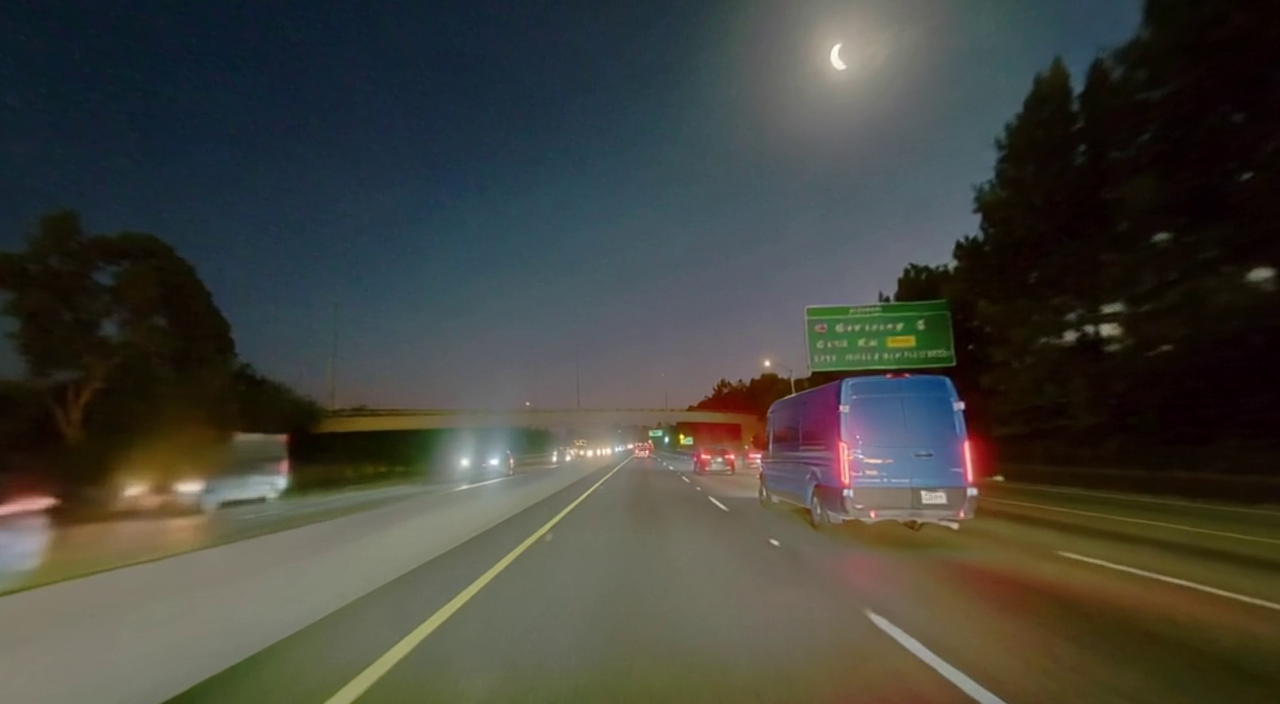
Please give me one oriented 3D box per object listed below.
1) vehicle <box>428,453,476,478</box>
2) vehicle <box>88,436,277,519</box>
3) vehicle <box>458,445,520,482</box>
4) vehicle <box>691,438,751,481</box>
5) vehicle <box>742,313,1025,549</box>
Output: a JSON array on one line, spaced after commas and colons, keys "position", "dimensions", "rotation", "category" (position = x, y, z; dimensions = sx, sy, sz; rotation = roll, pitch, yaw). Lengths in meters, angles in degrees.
[{"position": [-11.298, 6.822, 38.115], "dimensions": [1.629, 1.339, 4.110], "rotation": [0, -9, 0], "category": "vehicle"}, {"position": [-14.611, 3.991, 20.709], "dimensions": [2.215, 2.322, 5.175], "rotation": [0, -9, 0], "category": "vehicle"}, {"position": [-8.014, 5.995, 34.173], "dimensions": [1.909, 1.821, 5.661], "rotation": [0, -9, 1], "category": "vehicle"}, {"position": [3.516, 4.769, 28.147], "dimensions": [2.009, 1.731, 4.149], "rotation": [0, -9, -1], "category": "vehicle"}, {"position": [3.783, 1.555, 11.929], "dimensions": [2.460, 3.155, 6.902], "rotation": [0, -9, -1], "category": "vehicle"}]
